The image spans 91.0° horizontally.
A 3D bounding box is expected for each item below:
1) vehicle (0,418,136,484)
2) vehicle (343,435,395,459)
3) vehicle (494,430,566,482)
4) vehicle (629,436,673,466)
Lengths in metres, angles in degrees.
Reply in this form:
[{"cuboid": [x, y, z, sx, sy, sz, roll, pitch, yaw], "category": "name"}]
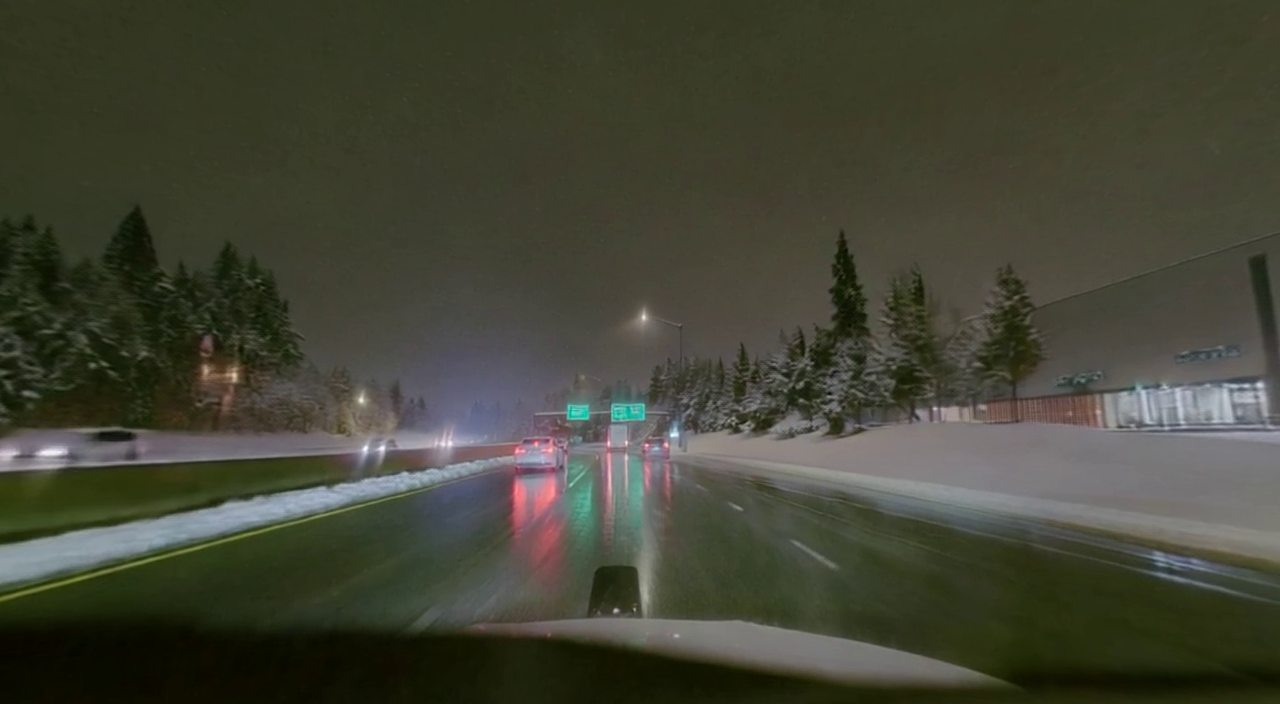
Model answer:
[{"cuboid": [-16.863, 2.757, 17.681, 1.982, 1.612, 4.185, 0, -8, -2], "category": "vehicle"}, {"cuboid": [-17.989, 6.313, 41.961, 1.853, 1.517, 3.978, 0, -8, -3], "category": "vehicle"}, {"cuboid": [-4.007, 3.873, 23.714, 2.080, 1.733, 4.410, 0, -8, -2], "category": "vehicle"}, {"cuboid": [0.576, 5.808, 37.019, 2.078, 1.608, 3.982, 0, -8, -6], "category": "vehicle"}]
